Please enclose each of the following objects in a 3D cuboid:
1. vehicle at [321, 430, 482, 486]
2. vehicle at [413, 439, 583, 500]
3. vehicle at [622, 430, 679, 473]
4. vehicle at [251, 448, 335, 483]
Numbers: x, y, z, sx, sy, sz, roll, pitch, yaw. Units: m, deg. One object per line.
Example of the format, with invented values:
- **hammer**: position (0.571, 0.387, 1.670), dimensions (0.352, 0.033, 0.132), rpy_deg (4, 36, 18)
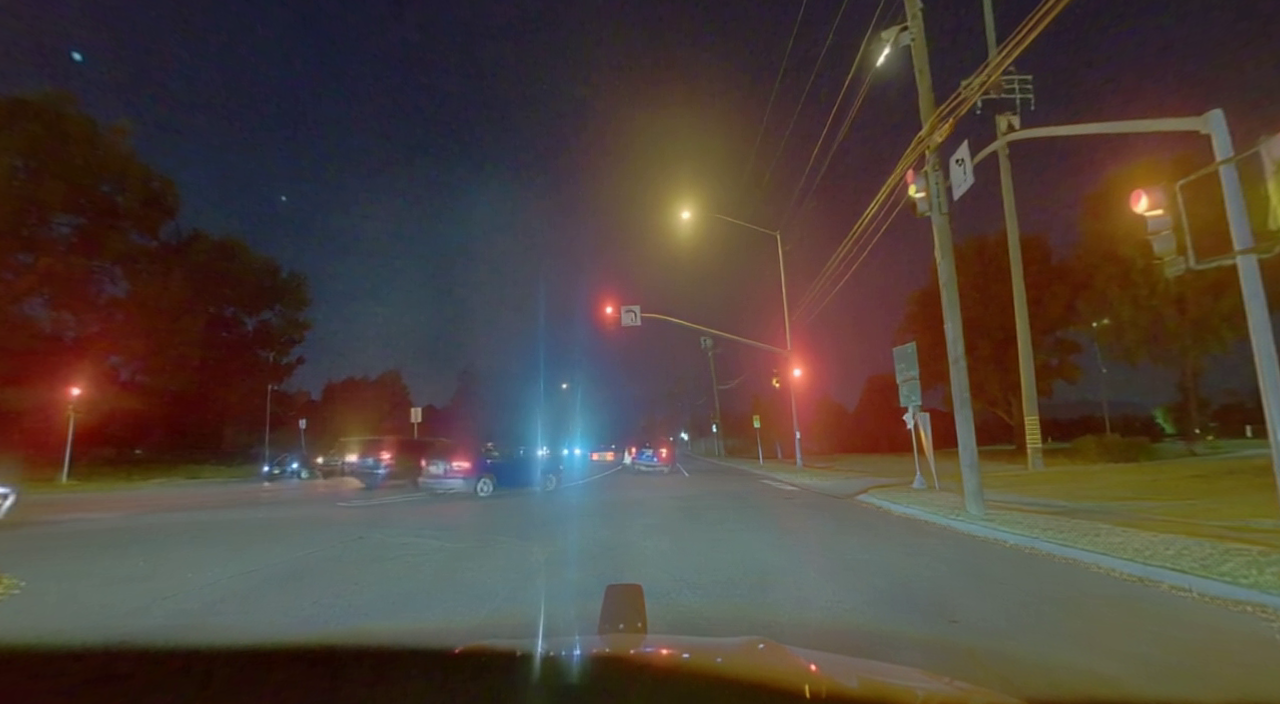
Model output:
- **vehicle**: position (-8.279, 3.707, 22.281), dimensions (1.929, 1.750, 5.044), rpy_deg (-7, -11, 35)
- **vehicle**: position (-3.832, 3.232, 17.817), dimensions (2.019, 1.455, 4.529), rpy_deg (-6, -10, 33)
- **vehicle**: position (0.675, 5.142, 32.692), dimensions (2.137, 1.986, 5.930), rpy_deg (-2, -9, 9)
- **vehicle**: position (-17.099, 5.616, 31.180), dimensions (1.942, 1.477, 3.957), rpy_deg (-4, -9, 0)
